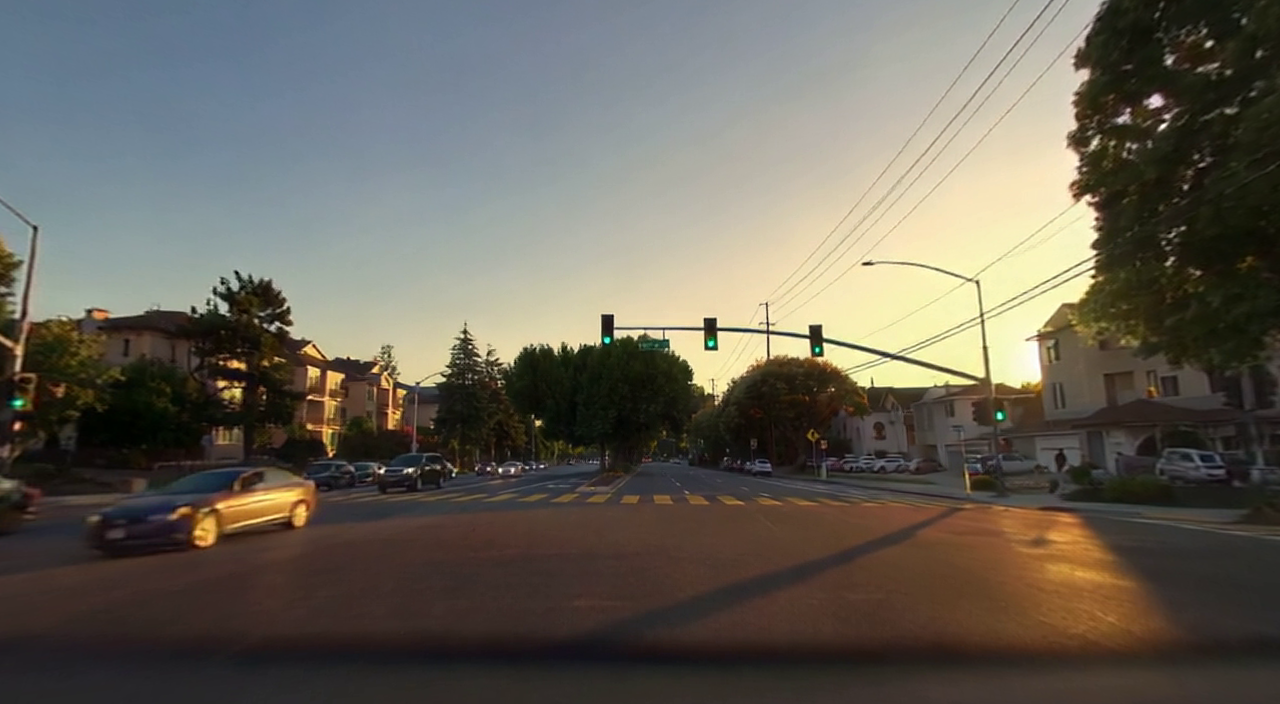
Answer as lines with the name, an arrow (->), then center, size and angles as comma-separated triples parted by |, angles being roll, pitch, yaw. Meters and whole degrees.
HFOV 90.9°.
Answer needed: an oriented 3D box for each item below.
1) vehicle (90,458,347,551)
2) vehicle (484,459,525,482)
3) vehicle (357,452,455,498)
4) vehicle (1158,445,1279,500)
vehicle -> -7.824, 2.817, 12.360 | 1.958, 1.415, 4.312 | 0, -9, 2
vehicle -> -9.937, 8.717, 46.555 | 1.899, 1.464, 4.418 | 0, -9, 2
vehicle -> -10.470, 5.505, 28.744 | 2.249, 1.825, 5.378 | 0, -9, 2
vehicle -> 25.395, 4.943, 26.235 | 2.177, 2.086, 5.514 | 2, -9, -14
